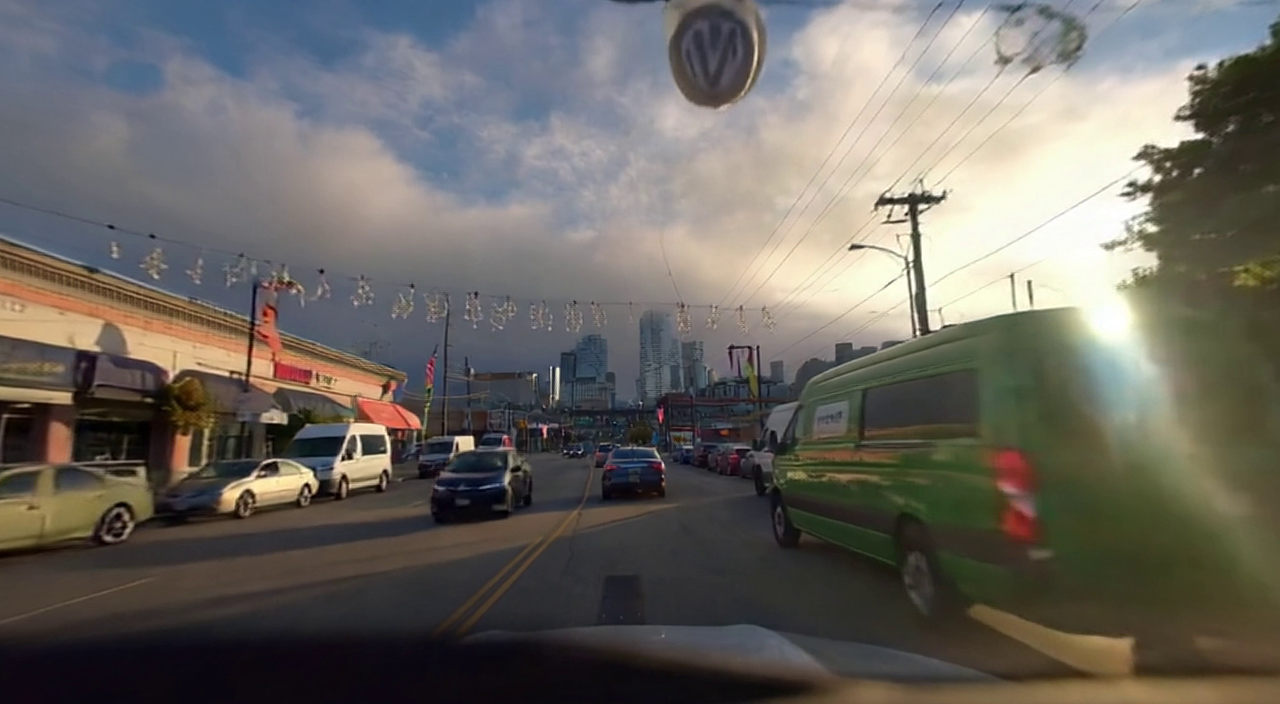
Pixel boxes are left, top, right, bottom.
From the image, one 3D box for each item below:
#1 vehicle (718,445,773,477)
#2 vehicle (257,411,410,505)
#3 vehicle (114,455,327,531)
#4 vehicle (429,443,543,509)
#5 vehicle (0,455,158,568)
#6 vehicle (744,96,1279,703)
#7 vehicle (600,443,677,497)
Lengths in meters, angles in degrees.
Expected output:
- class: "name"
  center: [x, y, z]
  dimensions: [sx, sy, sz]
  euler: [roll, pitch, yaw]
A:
- class: "vehicle"
  center: [5.292, 5.540, 32.234]
  dimensions: [1.943, 1.507, 3.816]
  euler: [0, -9, -3]
- class: "vehicle"
  center: [-10.056, 3.529, 21.480]
  dimensions: [2.398, 2.723, 5.816]
  euler: [0, -9, -2]
- class: "vehicle"
  center: [-9.763, 3.275, 15.330]
  dimensions: [2.063, 1.481, 4.722]
  euler: [0, -9, -2]
- class: "vehicle"
  center: [-3.815, 3.137, 16.499]
  dimensions: [1.974, 1.484, 4.400]
  euler: [0, -9, -2]
- class: "vehicle"
  center: [-9.795, 2.310, 9.322]
  dimensions: [1.848, 1.517, 4.452]
  euler: [0, -9, -1]
- class: "vehicle"
  center: [2.929, 0.807, 6.111]
  dimensions: [2.419, 2.927, 6.907]
  euler: [0, -9, -2]
- class: "vehicle"
  center: [-0.081, 3.561, 19.474]
  dimensions: [2.112, 1.464, 4.411]
  euler: [0, -9, -1]
